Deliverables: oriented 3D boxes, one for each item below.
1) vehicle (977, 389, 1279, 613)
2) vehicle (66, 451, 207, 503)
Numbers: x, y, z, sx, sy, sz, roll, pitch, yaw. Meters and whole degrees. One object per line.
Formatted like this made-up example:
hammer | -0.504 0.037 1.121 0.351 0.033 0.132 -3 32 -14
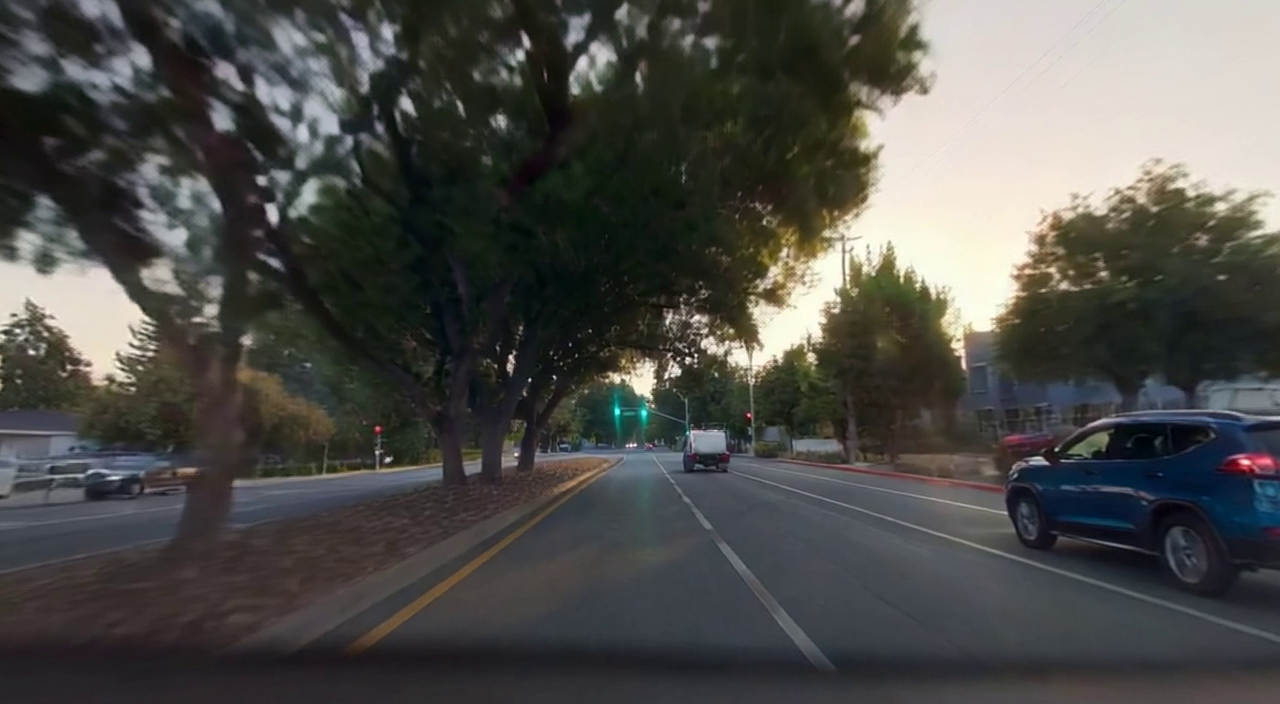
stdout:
vehicle | 6.041 1.468 6.973 2.012 1.754 4.635 0 -8 0
vehicle | -19.372 4.791 24.614 2.060 1.665 4.282 -3 -8 -1
